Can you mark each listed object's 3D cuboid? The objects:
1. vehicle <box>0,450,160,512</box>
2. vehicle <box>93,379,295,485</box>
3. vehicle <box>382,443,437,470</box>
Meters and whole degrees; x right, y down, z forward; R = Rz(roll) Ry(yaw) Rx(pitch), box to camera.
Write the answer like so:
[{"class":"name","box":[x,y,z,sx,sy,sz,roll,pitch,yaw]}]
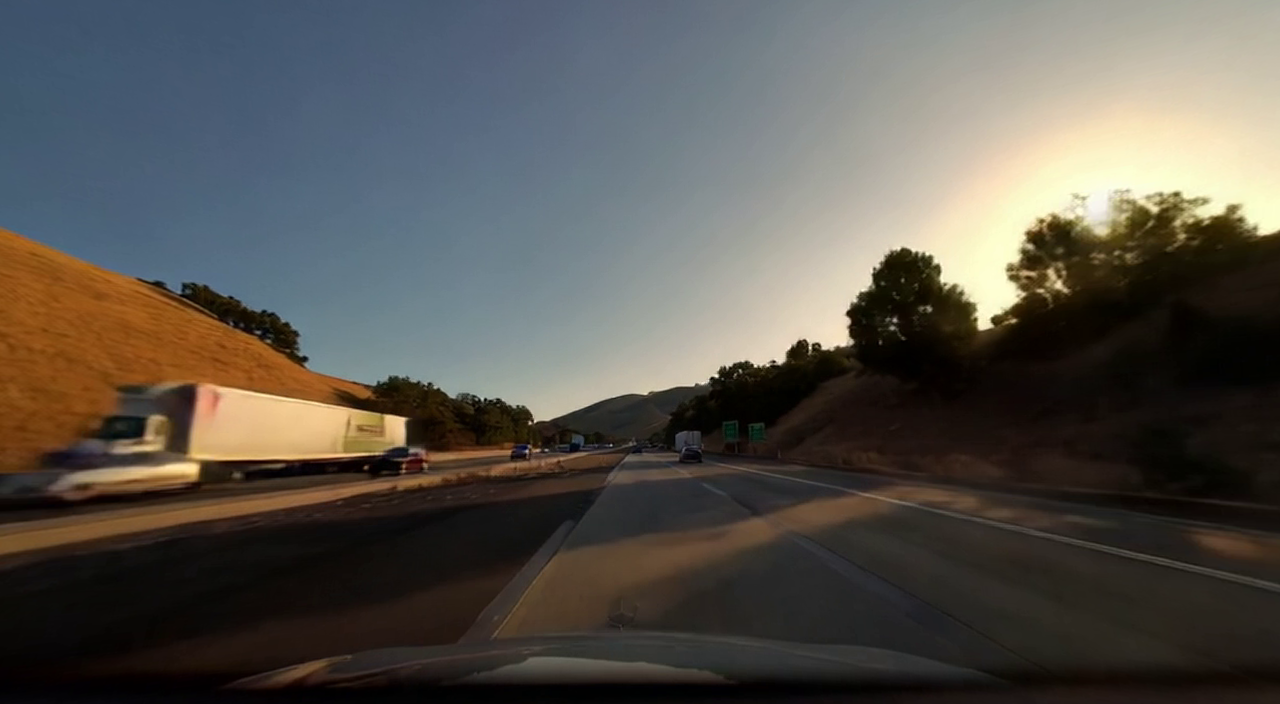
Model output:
[{"class":"vehicle","box":[-16.306,3.508,17.706,1.888,1.462,4.599,0,-8,1]},{"class":"vehicle","box":[-20.588,3.898,30.104,3.028,4.329,8.712,0,-8,1]},{"class":"vehicle","box":[-15.968,7.250,43.912,2.030,1.710,4.502,0,-8,2]}]
